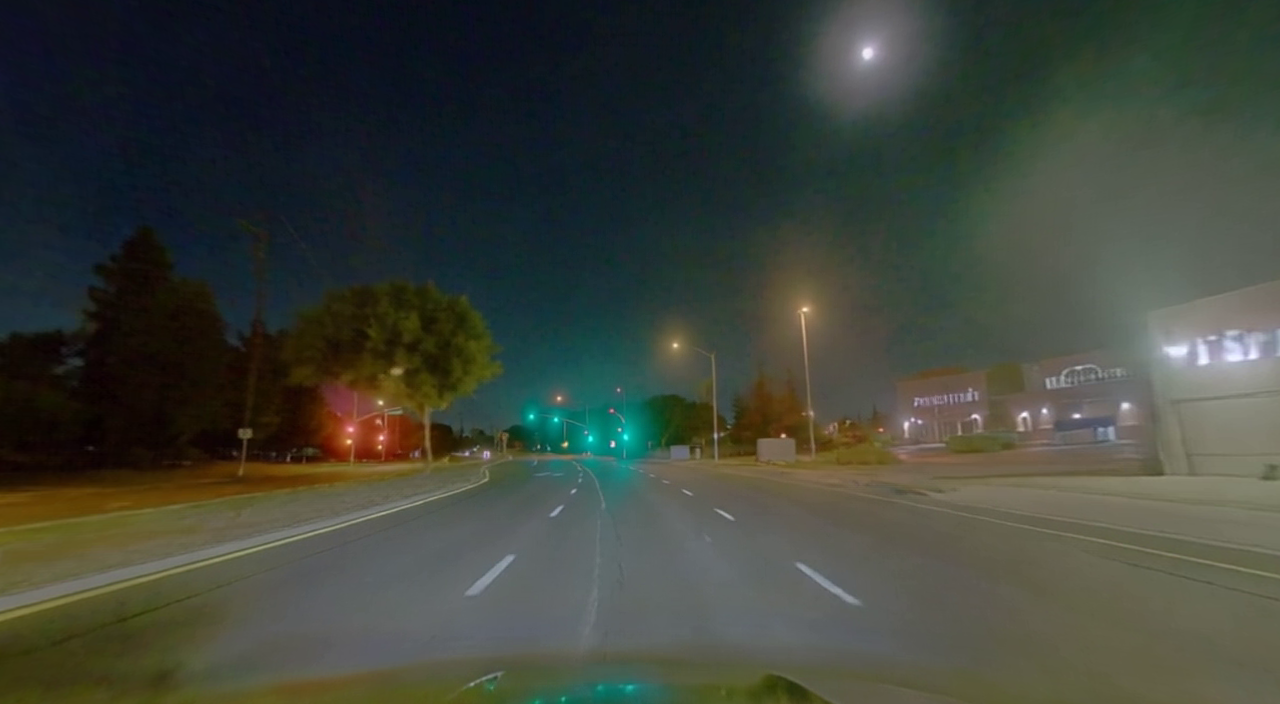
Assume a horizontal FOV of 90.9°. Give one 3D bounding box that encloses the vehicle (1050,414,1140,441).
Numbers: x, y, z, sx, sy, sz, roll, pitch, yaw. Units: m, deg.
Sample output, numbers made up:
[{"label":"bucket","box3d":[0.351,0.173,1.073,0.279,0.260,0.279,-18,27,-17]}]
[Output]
[{"label":"vehicle","box3d":[27.206,4.596,37.878,1.808,1.485,4.467,1,-8,-5]}]
